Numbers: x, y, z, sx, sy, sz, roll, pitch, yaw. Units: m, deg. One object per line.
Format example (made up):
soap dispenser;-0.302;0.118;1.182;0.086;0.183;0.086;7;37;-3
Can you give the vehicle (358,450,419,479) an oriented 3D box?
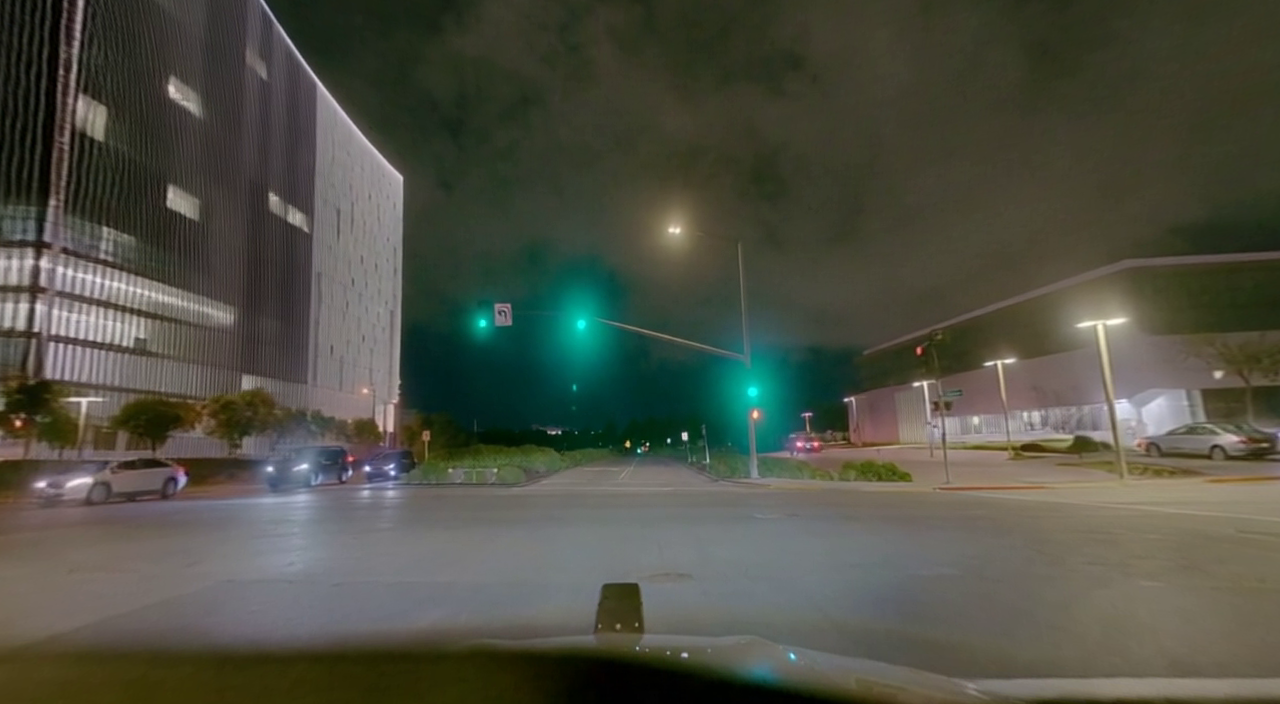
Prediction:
vehicle;-15.114;6.764;38.111;1.932;1.605;4.146;0;-9;0

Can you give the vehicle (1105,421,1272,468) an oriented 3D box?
vehicle;19.082;3.264;22.243;1.834;1.480;4.458;0;-9;-1

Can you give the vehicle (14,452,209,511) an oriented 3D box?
vehicle;-15.082;3.678;18.375;1.790;1.437;4.349;0;-9;2

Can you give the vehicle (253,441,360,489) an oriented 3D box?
vehicle;-14.838;5.030;28.426;2.091;1.915;5.040;0;-9;0
